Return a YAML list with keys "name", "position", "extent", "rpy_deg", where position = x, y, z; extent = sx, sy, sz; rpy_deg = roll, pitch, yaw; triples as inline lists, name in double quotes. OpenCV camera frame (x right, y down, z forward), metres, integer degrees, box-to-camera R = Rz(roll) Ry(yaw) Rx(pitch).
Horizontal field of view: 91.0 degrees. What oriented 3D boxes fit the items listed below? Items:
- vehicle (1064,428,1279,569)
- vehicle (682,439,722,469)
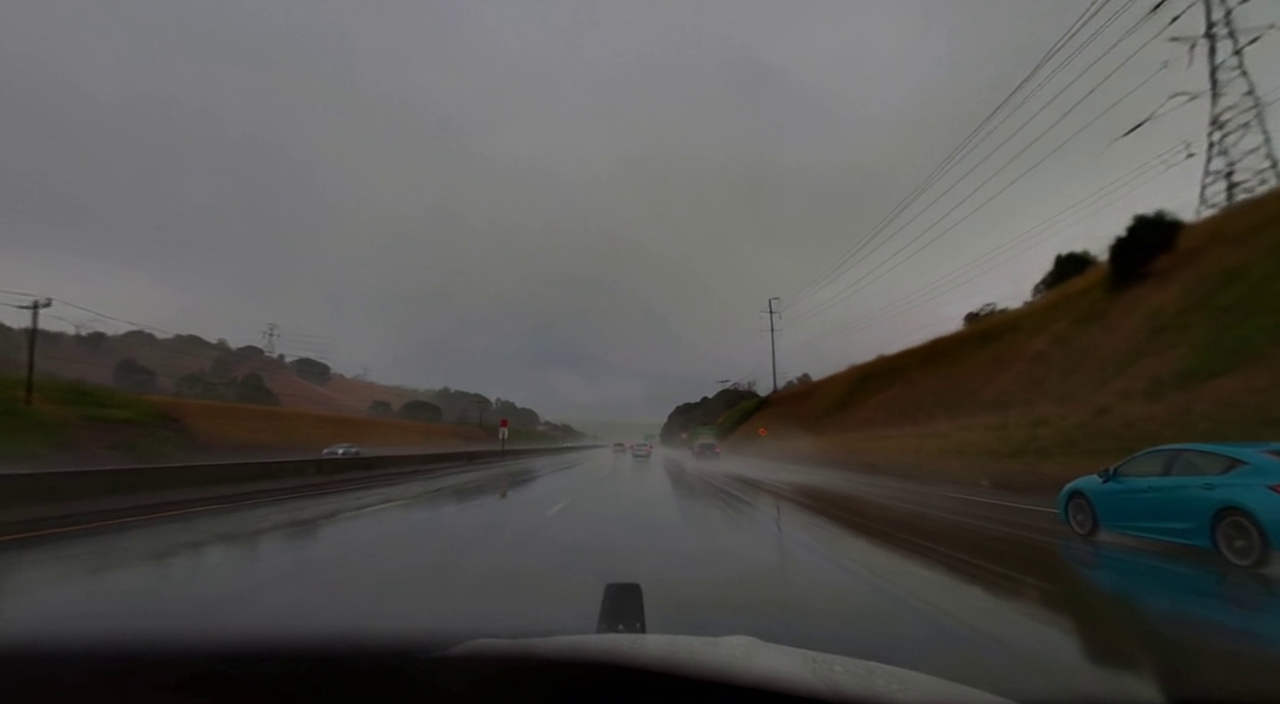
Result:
- name: "vehicle"
  position: [8.087, 1.799, 8.076]
  extent: [1.970, 1.545, 4.818]
  rpy_deg: [0, -8, 0]
- name: "vehicle"
  position: [3.941, 6.538, 40.697]
  extent: [2.159, 1.782, 4.673]
  rpy_deg: [0, -8, 1]
